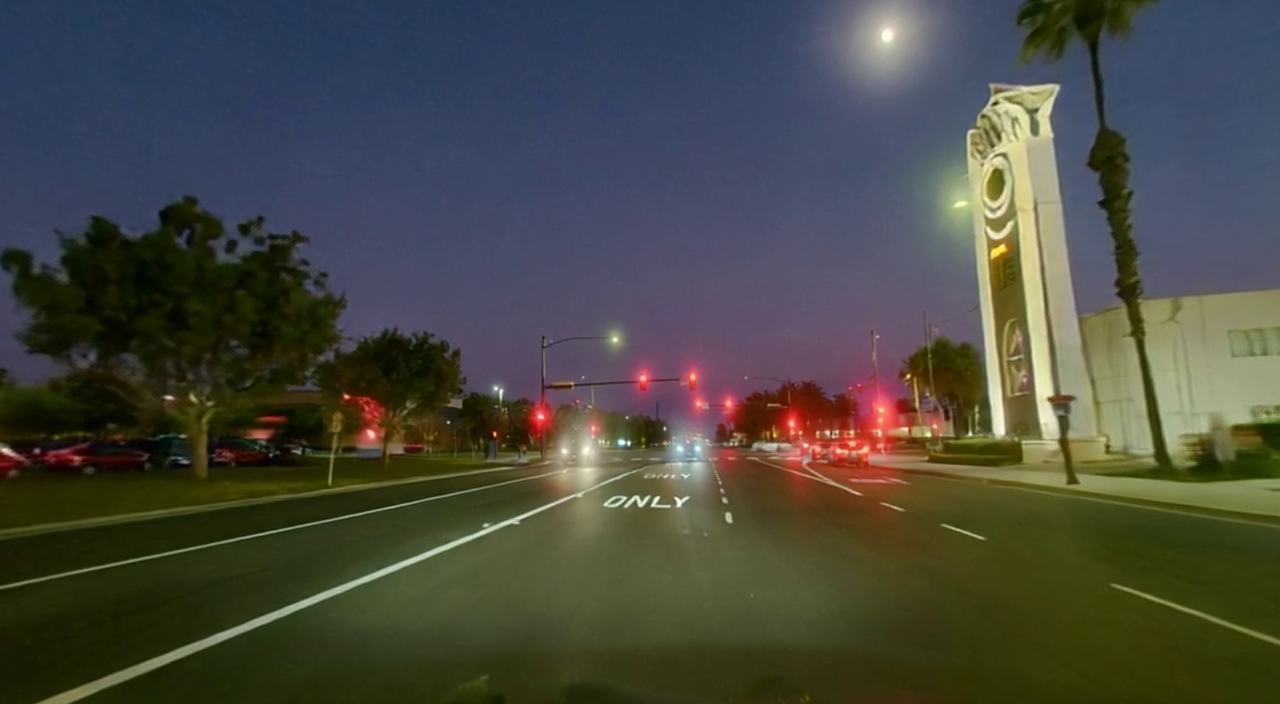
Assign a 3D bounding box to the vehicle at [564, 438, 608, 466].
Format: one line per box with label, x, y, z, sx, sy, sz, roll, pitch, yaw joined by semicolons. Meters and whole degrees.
vehicle;-4.002;7.568;47.629;2.366;1.941;5.823;-1;-9;4
